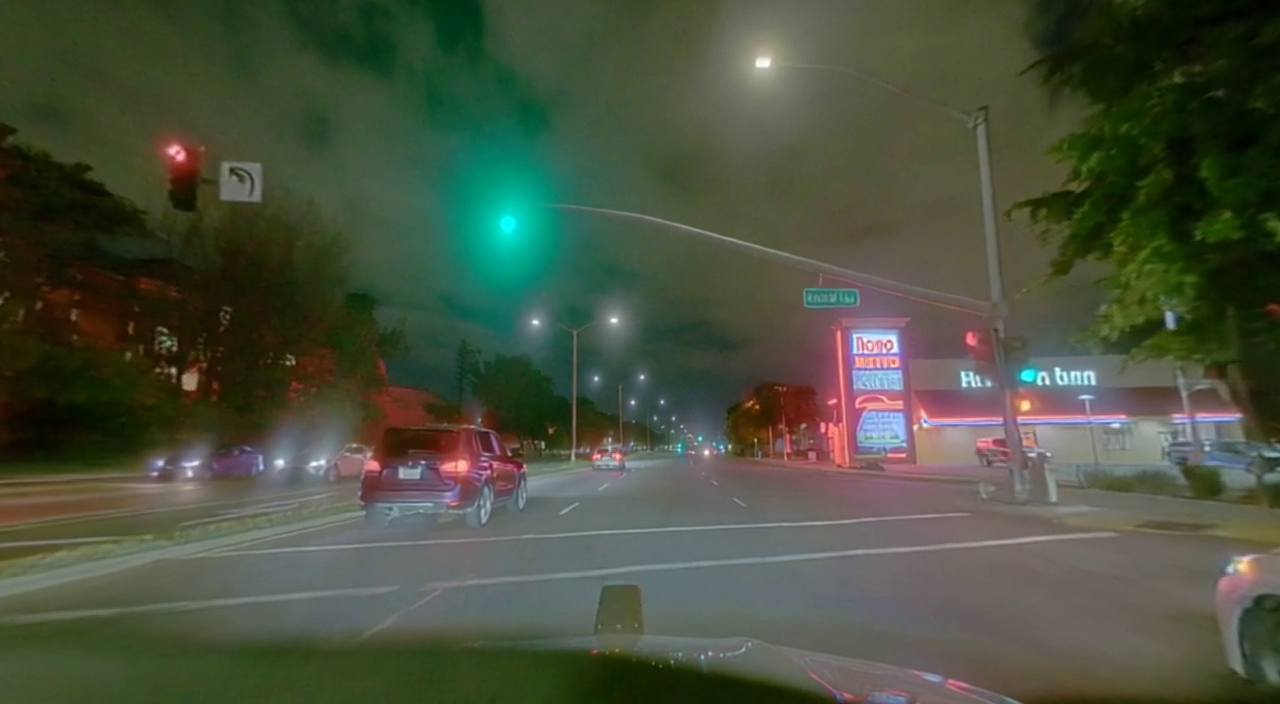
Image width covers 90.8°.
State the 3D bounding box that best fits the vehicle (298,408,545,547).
[{"bbox_3d":[-3.318,2.052,10.996,2.305,1.833,4.912,-1,-9,3],"label":"vehicle"}]

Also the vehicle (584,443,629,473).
[{"bbox_3d":[-1.848,6.015,36.162,1.976,1.571,4.649,-1,-9,4],"label":"vehicle"}]

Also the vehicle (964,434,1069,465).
[{"bbox_3d":[25.636,6.697,43.348,2.429,1.938,6.118,2,-9,-14],"label":"vehicle"}]

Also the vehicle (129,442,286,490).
[{"bbox_3d":[-14.884,3.931,22.151,2.079,1.464,4.574,-1,-9,3],"label":"vehicle"}]
